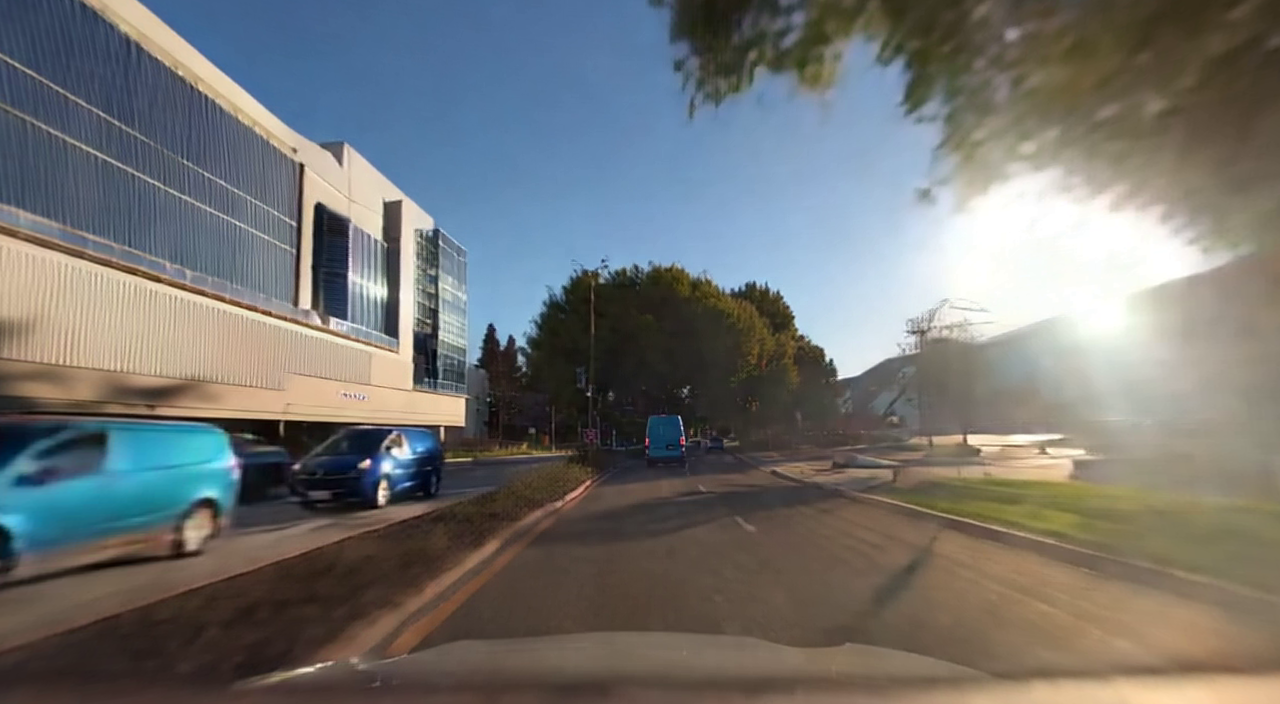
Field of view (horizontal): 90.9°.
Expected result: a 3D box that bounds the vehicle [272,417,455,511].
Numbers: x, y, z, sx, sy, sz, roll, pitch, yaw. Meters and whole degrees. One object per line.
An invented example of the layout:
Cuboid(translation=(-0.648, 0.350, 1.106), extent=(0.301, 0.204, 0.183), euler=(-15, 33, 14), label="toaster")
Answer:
Cuboid(translation=(-5.562, 2.337, 13.397), extent=(1.935, 1.633, 4.247), euler=(-1, -9, 0), label="vehicle")

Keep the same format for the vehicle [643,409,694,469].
Cuboid(translation=(1.590, 4.526, 32.887), extent=(2.435, 2.816, 5.232), euler=(0, -8, 5), label="vehicle")

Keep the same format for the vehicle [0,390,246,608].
Cuboid(translation=(-5.682, 1.260, 5.682), extent=(1.893, 1.587, 3.595), euler=(0, -9, 0), label="vehicle")
